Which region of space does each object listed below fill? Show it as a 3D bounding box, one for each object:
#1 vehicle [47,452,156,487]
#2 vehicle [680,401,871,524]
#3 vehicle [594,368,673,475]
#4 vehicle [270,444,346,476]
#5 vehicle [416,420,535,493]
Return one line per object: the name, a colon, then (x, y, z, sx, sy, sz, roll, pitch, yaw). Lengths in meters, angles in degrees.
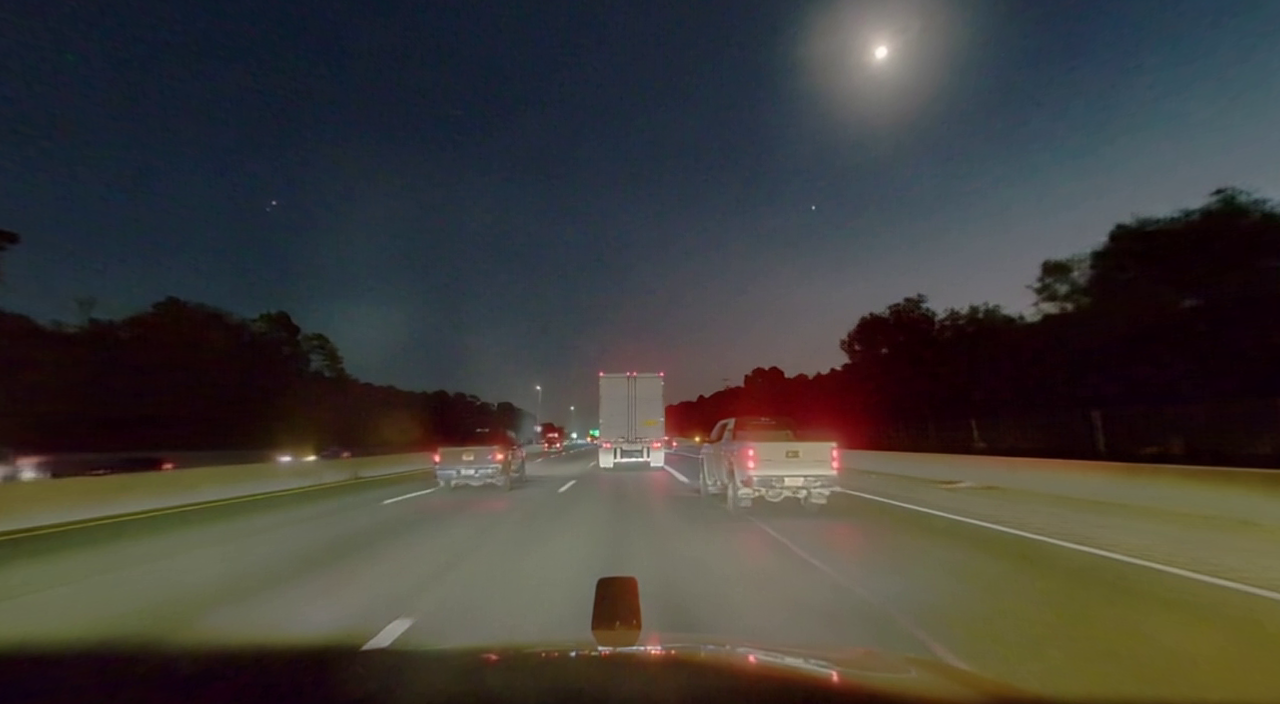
vehicle: (-28.092, 6.132, 33.015, 1.863, 1.577, 4.445, 0, -8, -1)
vehicle: (2.216, 1.992, 11.965, 2.118, 1.832, 4.901, 1, -8, -5)
vehicle: (-0.566, 3.264, 28.452, 2.904, 3.915, 10.473, 0, -8, -4)
vehicle: (-16.665, 5.422, 31.795, 1.791, 1.467, 3.923, 0, -8, -2)
vehicle: (-4.343, 2.833, 17.437, 2.134, 1.752, 4.375, 0, -8, 0)
